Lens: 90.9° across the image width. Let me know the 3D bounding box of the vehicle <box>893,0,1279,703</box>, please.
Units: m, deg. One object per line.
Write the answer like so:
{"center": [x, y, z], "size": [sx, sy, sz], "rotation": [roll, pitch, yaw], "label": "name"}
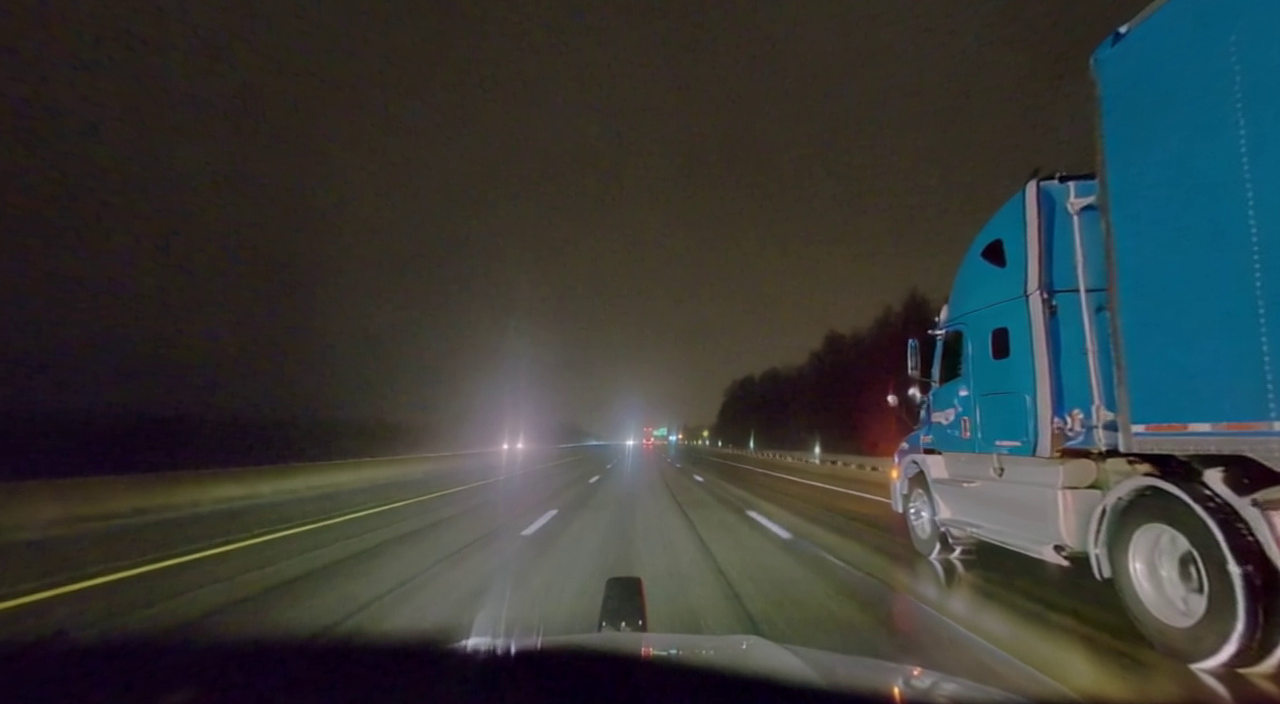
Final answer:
{"center": [4.081, -0.391, 1.554], "size": [3.012, 3.768, 8.945], "rotation": [0, -8, -1], "label": "vehicle"}
